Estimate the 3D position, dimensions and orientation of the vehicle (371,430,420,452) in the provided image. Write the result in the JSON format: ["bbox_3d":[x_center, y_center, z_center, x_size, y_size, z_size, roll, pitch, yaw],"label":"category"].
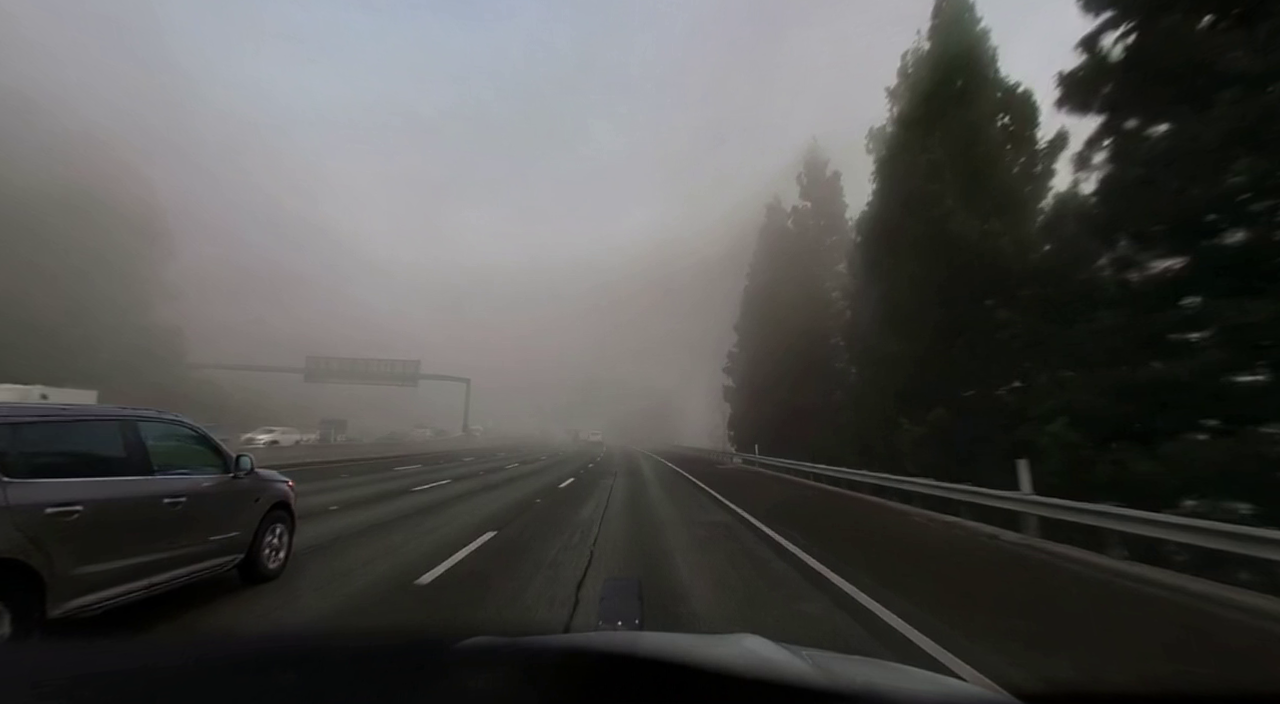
[{"bbox_3d":[-18.570,6.785,48.118,2.027,1.647,4.378,0,-8,-1],"label":"vehicle"}]

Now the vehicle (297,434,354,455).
[{"bbox_3d":[-22.759,6.692,45.809,1.892,1.452,4.433,0,-8,-1],"label":"vehicle"}]

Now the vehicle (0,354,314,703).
[{"bbox_3d":[-3.946,0.903,3.294,2.187,1.639,4.318,0,-8,-1],"label":"vehicle"}]
